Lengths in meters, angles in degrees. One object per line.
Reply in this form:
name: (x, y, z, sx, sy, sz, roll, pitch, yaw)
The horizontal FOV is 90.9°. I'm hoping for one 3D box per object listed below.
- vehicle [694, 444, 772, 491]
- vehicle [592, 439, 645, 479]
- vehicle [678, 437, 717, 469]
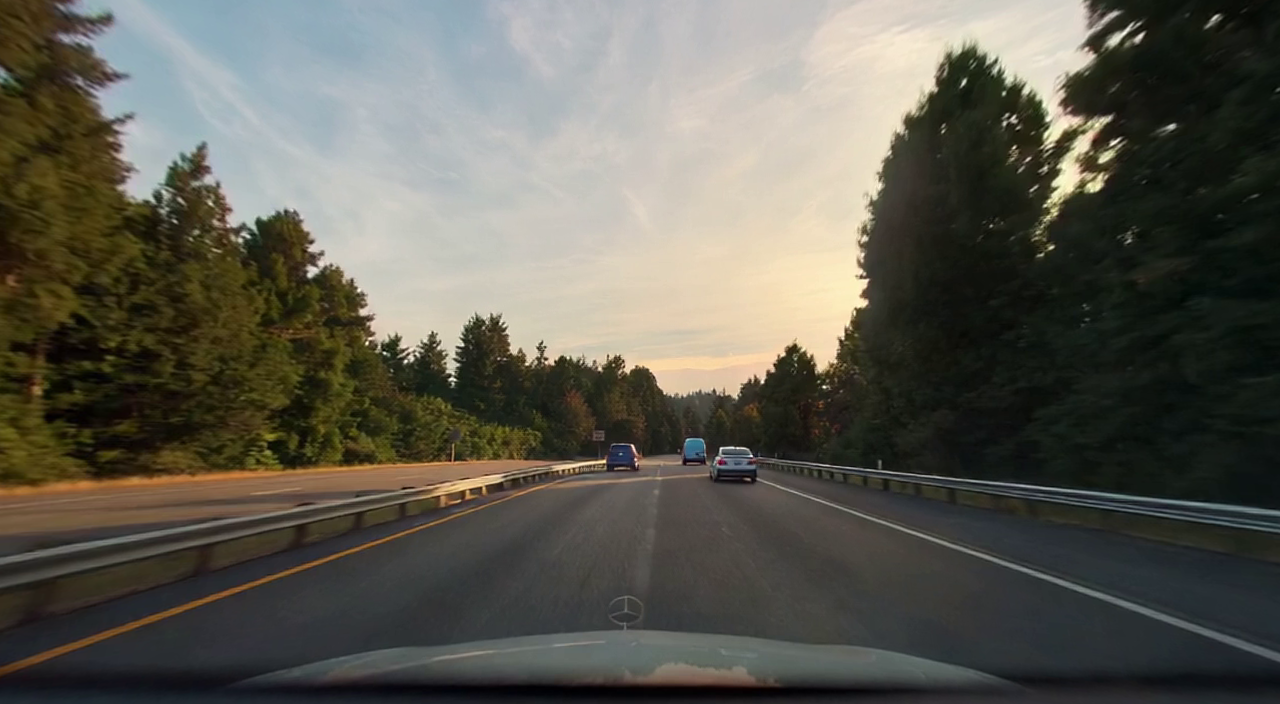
vehicle: (3.064, 3.920, 21.768, 2.043, 1.431, 4.922, 0, -9, 1)
vehicle: (-0.907, 4.939, 29.287, 2.087, 1.707, 4.316, -1, -9, 2)
vehicle: (3.884, 6.927, 43.158, 2.371, 2.045, 4.768, -1, -9, 2)
